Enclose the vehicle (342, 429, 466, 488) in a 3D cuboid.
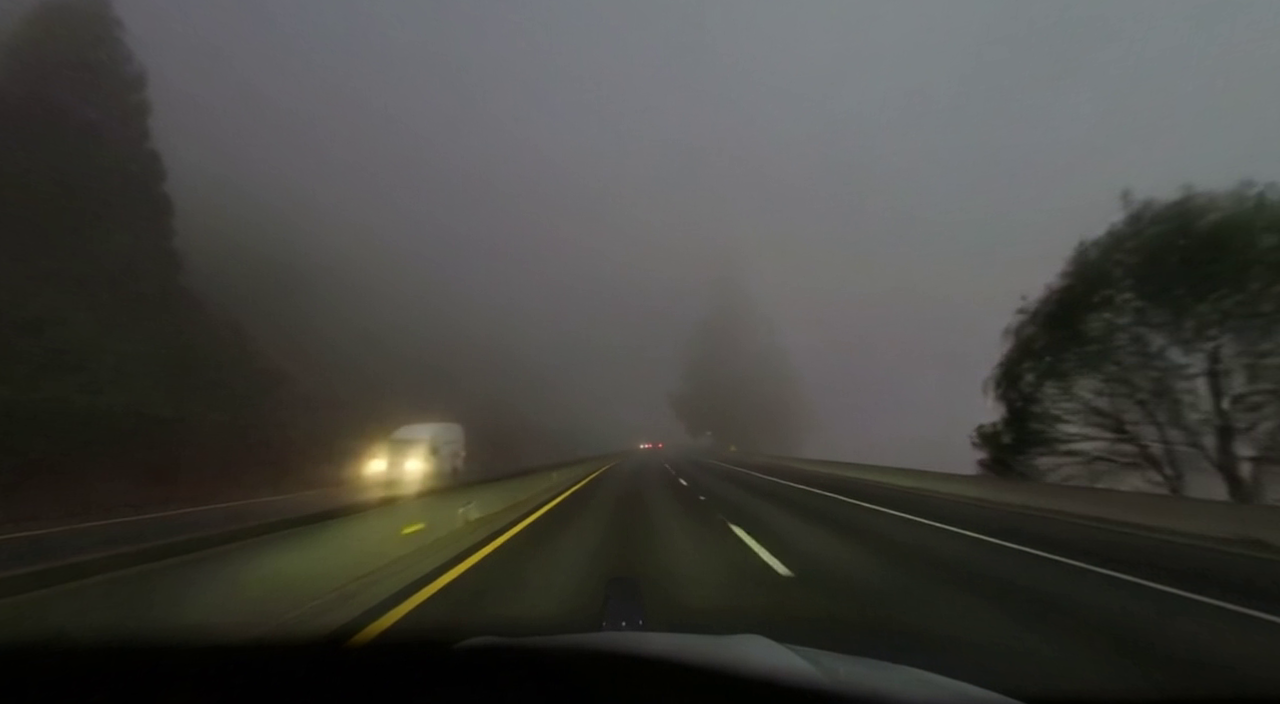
[{"bbox_3d":[-8.596,3.960,23.718,2.344,1.898,5.764,-1,-9,1],"label":"vehicle"}]
